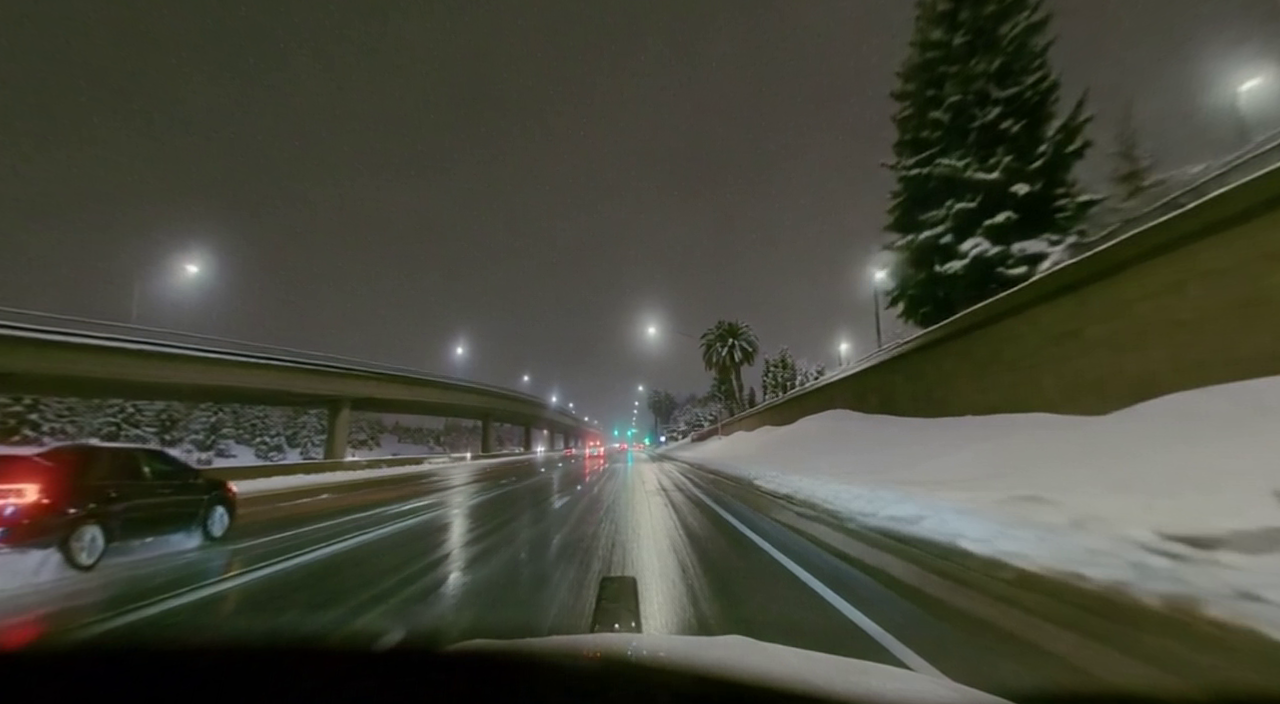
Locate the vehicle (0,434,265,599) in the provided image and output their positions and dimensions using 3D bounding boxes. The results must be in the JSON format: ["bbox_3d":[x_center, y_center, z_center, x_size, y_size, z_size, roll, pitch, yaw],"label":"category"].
[{"bbox_3d":[-6.880,1.812,7.785,1.914,1.503,4.268,0,-8,-1],"label":"vehicle"}]
